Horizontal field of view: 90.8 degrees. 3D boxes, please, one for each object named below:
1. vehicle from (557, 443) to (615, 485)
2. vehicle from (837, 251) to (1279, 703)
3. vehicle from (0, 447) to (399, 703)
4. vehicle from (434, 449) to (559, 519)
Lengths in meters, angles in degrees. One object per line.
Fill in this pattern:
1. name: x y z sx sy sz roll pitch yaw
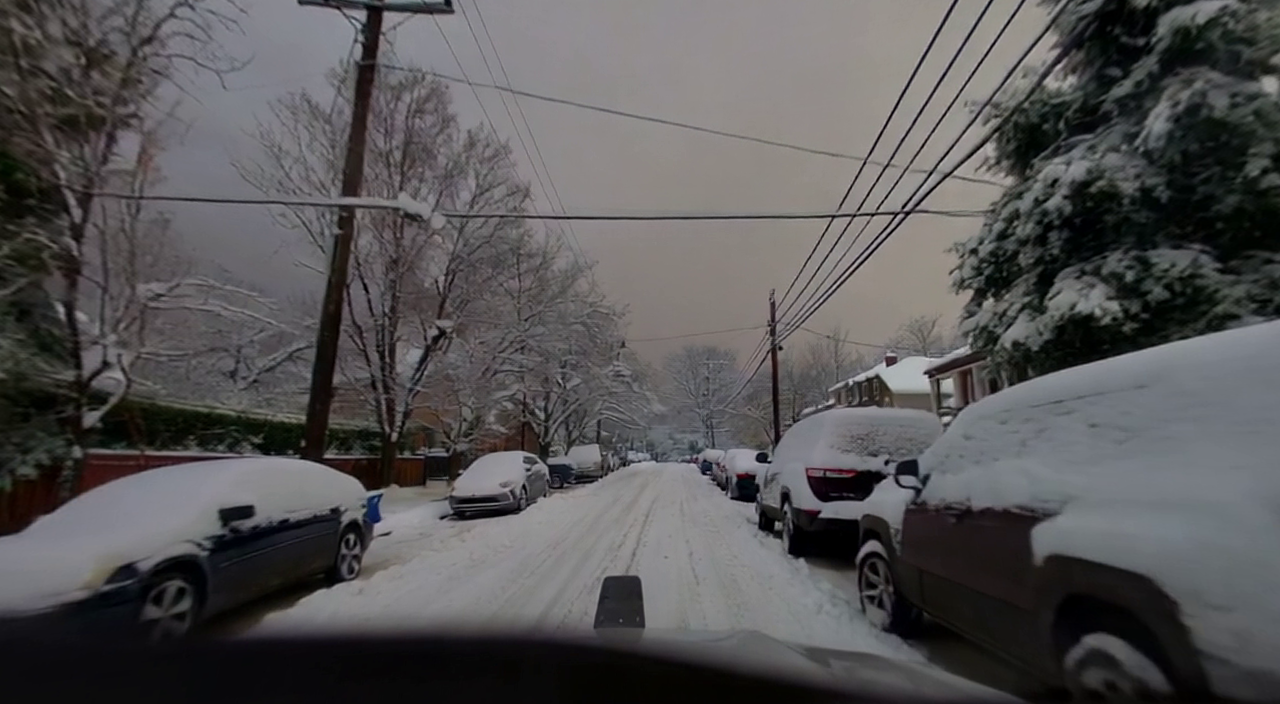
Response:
1. vehicle: -2.638 5.618 32.165 2.280 1.953 5.092 -1 -9 3
2. vehicle: 2.672 0.958 3.323 1.992 1.853 4.704 -1 -9 4
3. vehicle: -4.225 1.687 6.067 1.796 1.532 4.244 -1 -9 6
4. vehicle: -3.580 3.384 16.781 1.988 1.541 4.686 -1 -9 3
